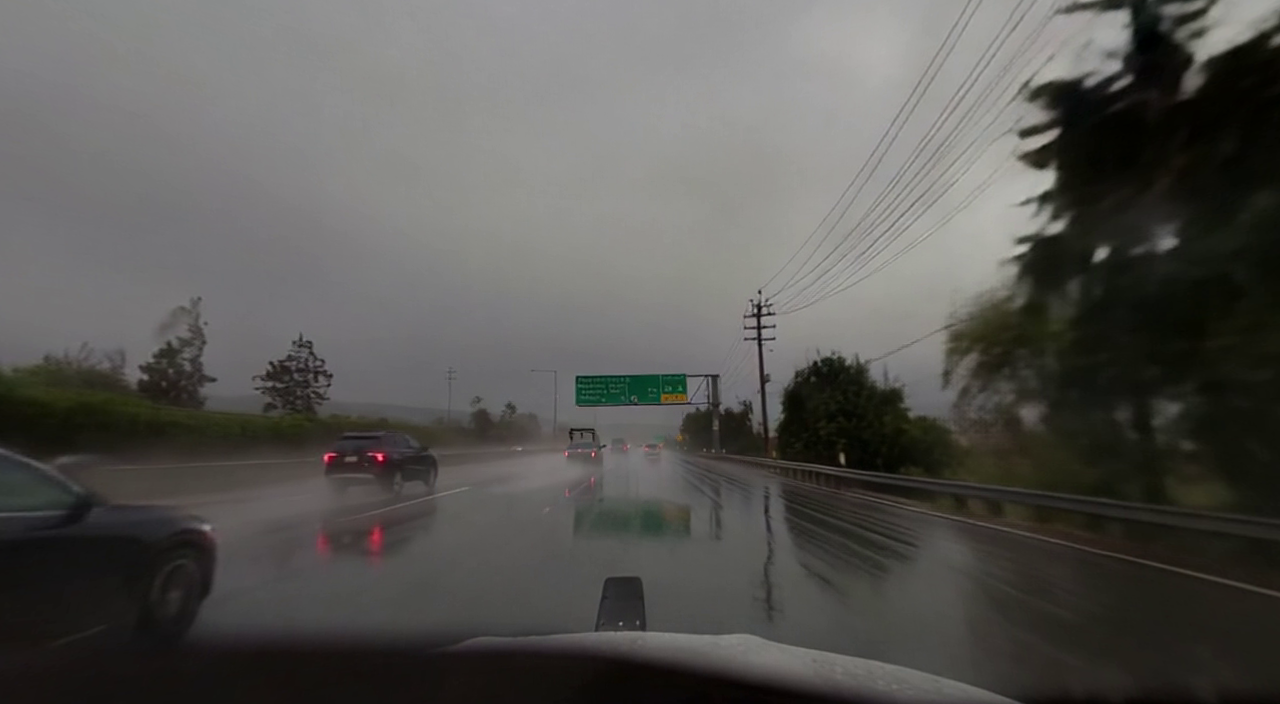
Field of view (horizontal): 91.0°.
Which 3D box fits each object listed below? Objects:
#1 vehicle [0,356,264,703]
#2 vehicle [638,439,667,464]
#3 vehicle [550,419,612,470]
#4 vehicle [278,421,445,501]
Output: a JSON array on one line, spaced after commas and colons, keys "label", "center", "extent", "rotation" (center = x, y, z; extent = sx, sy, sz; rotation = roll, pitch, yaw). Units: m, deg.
[{"label": "vehicle", "center": [-3.858, 0.843, 2.614], "extent": [1.976, 1.688, 4.124], "rotation": [0, -9, 0]}, {"label": "vehicle", "center": [0.962, 7.304, 46.228], "extent": [2.038, 1.677, 4.219], "rotation": [0, -9, 2]}, {"label": "vehicle", "center": [-3.553, 5.970, 40.481], "extent": [2.915, 2.885, 9.394], "rotation": [0, -9, 1]}, {"label": "vehicle", "center": [-7.427, 2.993, 17.610], "extent": [2.192, 1.893, 5.330], "rotation": [0, -9, 0]}]
